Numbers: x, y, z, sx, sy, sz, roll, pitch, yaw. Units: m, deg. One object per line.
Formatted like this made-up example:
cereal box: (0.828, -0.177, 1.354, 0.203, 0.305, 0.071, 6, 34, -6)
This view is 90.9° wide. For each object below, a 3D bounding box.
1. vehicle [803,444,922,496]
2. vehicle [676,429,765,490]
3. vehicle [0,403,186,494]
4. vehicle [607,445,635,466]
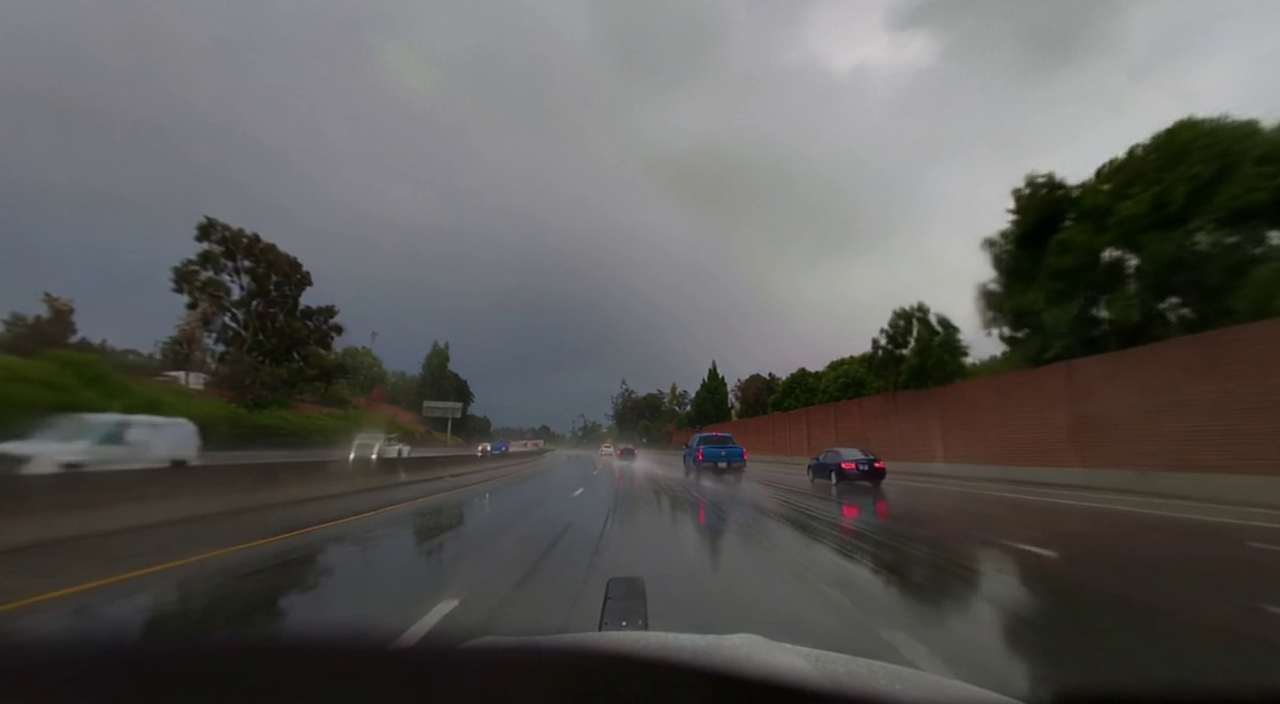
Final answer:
vehicle: (7.200, 3.837, 21.083, 1.976, 1.485, 4.925, 0, -8, -3)
vehicle: (2.818, 3.946, 23.553, 2.374, 1.952, 5.431, 0, -8, -2)
vehicle: (-14.293, 2.336, 15.282, 2.330, 1.837, 5.815, 0, -8, -1)
vehicle: (-1.561, 8.062, 49.327, 2.050, 1.607, 3.821, 0, -8, -4)
